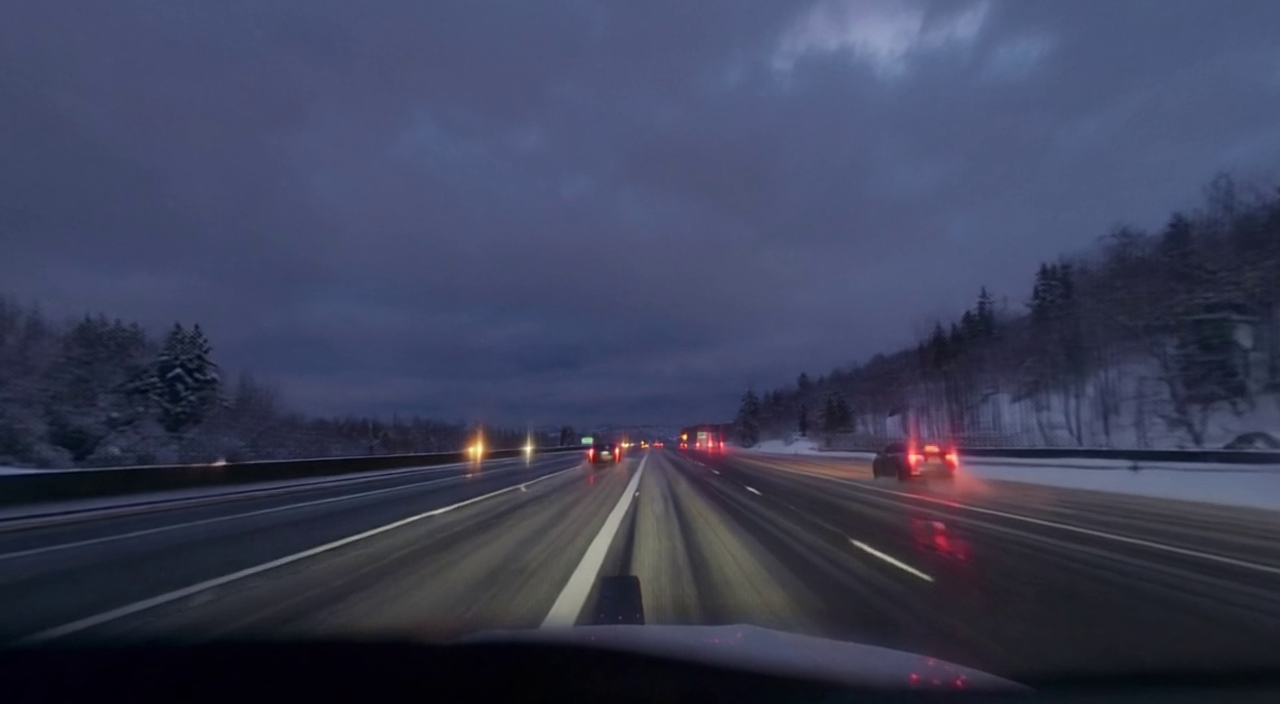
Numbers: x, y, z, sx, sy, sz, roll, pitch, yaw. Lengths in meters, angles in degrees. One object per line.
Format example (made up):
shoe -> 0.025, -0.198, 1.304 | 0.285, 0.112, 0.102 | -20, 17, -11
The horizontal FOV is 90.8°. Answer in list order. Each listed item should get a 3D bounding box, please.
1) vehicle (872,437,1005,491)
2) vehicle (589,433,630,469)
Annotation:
vehicle -> 8.888, 3.366, 19.326 | 1.900, 1.432, 4.519 | 0, -8, 0
vehicle -> -1.625, 5.494, 35.185 | 1.893, 1.827, 4.513 | 0, -8, 2
